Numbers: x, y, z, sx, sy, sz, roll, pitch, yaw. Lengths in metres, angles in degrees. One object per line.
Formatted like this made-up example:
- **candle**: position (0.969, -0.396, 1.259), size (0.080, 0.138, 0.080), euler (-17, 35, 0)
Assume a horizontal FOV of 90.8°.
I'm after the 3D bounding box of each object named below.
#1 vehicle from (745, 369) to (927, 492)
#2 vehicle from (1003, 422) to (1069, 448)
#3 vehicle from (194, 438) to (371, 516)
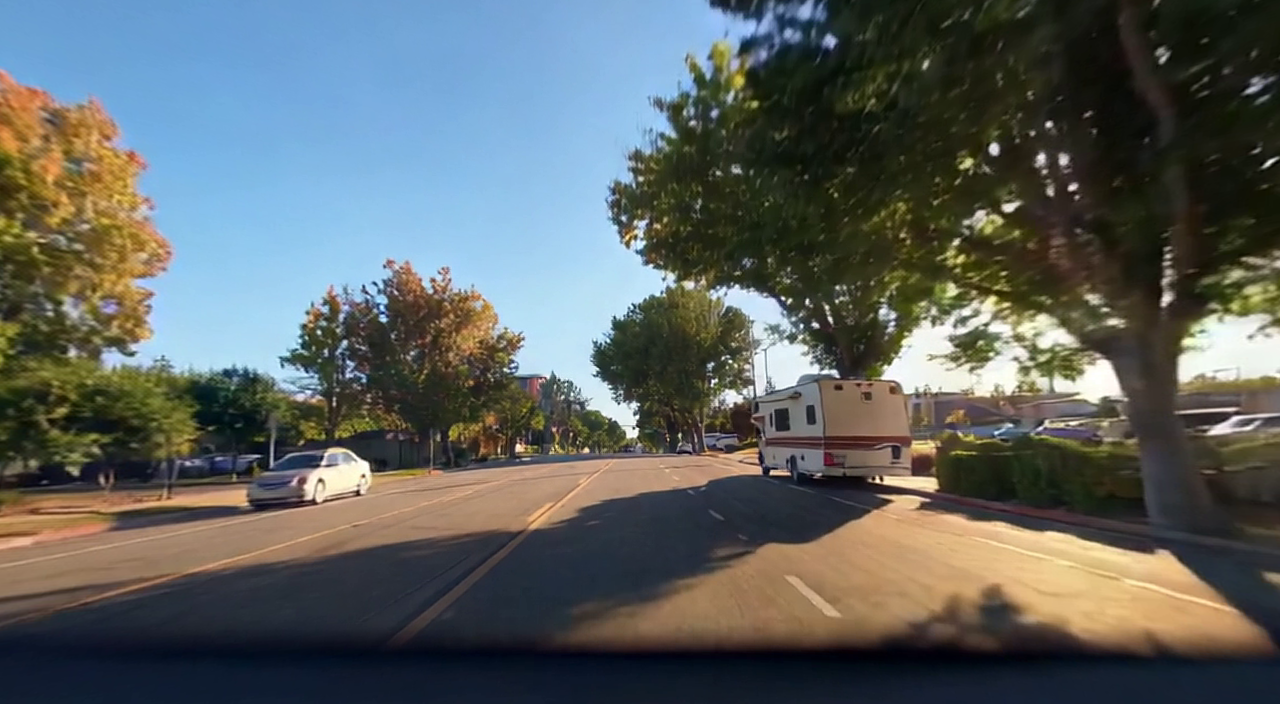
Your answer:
- **vehicle**: position (5.992, 2.800, 21.629), size (2.944, 3.252, 9.712), euler (0, -9, -1)
- **vehicle**: position (27.382, 5.817, 43.852), size (1.812, 1.658, 4.365), euler (-1, -8, 1)
- **vehicle**: position (-9.972, 3.465, 18.243), size (2.391, 1.843, 4.764), euler (-2, -8, -1)
